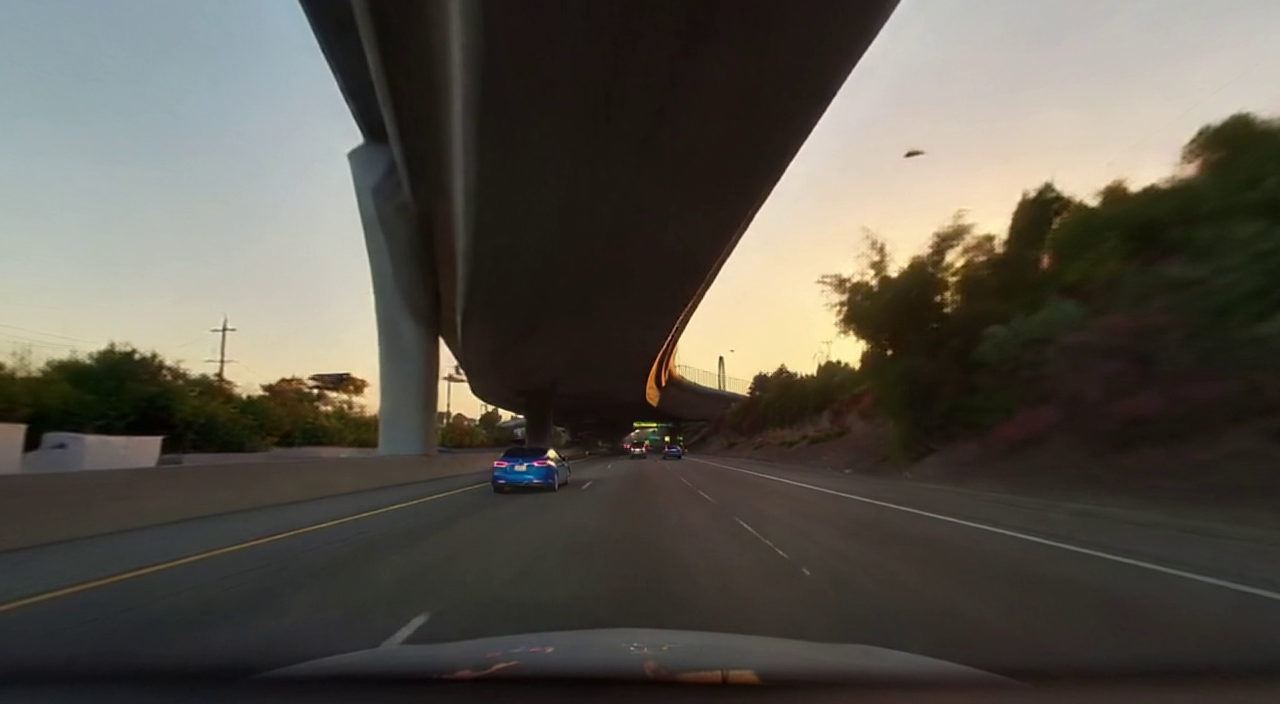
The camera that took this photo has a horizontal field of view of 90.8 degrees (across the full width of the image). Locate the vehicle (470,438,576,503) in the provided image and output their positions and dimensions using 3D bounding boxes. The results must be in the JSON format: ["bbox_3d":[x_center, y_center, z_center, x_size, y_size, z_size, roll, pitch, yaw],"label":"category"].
[{"bbox_3d":[-3.063,3.217,17.623,2.029,1.557,4.570,0,-9,1],"label":"vehicle"}]

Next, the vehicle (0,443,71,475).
[{"bbox_3d":[-40.967,7.197,42.761,1.726,2.078,3.285,1,-9,0],"label":"vehicle"}]

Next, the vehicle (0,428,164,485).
[{"bbox_3d":[-41.130,7.165,44.387,2.840,3.485,16.876,1,-8,-2],"label":"vehicle"}]
